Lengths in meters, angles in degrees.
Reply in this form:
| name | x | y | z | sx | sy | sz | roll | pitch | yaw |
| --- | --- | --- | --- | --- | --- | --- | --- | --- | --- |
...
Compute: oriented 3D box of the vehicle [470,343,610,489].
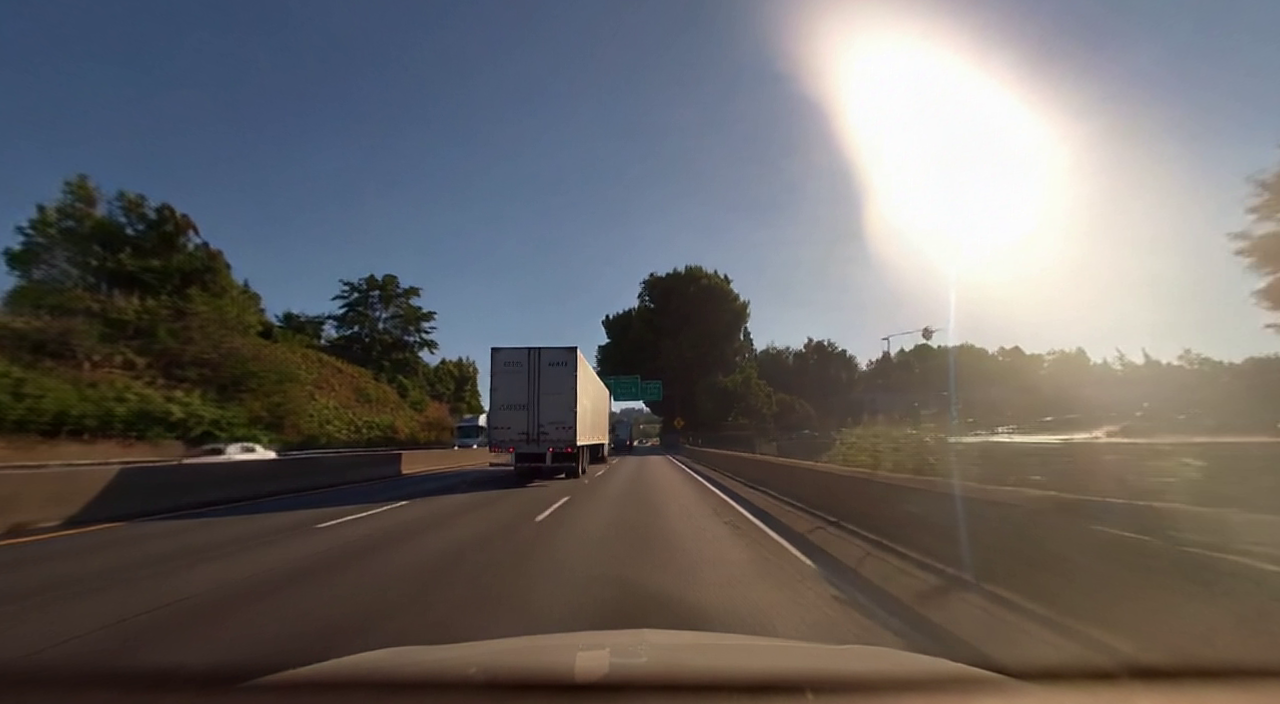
| name | x | y | z | sx | sy | sz | roll | pitch | yaw |
| --- | --- | --- | --- | --- | --- | --- | --- | --- | --- |
| vehicle | -3.101 | 2.779 | 24.586 | 2.947 | 4.051 | 14.256 | 0 | -8 | 1 |
